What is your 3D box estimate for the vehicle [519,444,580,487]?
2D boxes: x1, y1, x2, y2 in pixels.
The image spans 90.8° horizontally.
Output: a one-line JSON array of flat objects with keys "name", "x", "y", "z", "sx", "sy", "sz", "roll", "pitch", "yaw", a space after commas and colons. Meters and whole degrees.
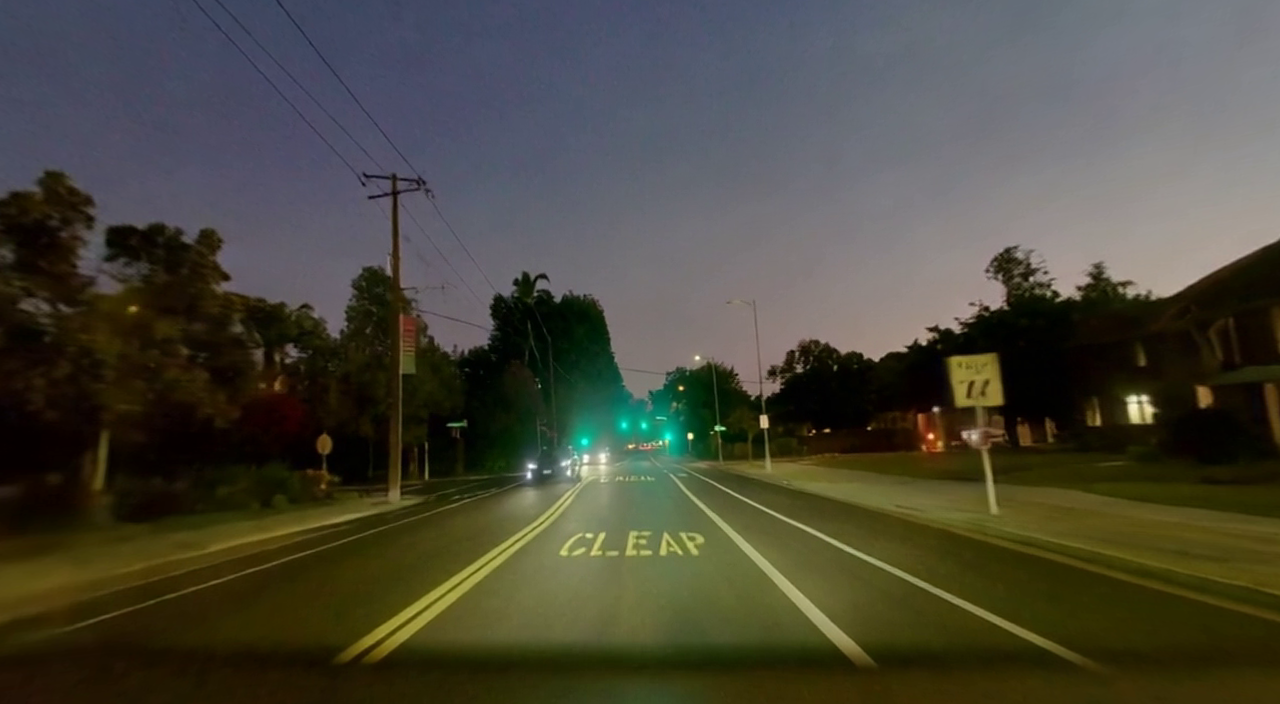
[{"name": "vehicle", "x": -3.687, "y": 4.706, "z": 26.512, "sx": 1.974, "sy": 1.604, "sz": 4.156, "roll": -1, "pitch": -9, "yaw": 0}]
